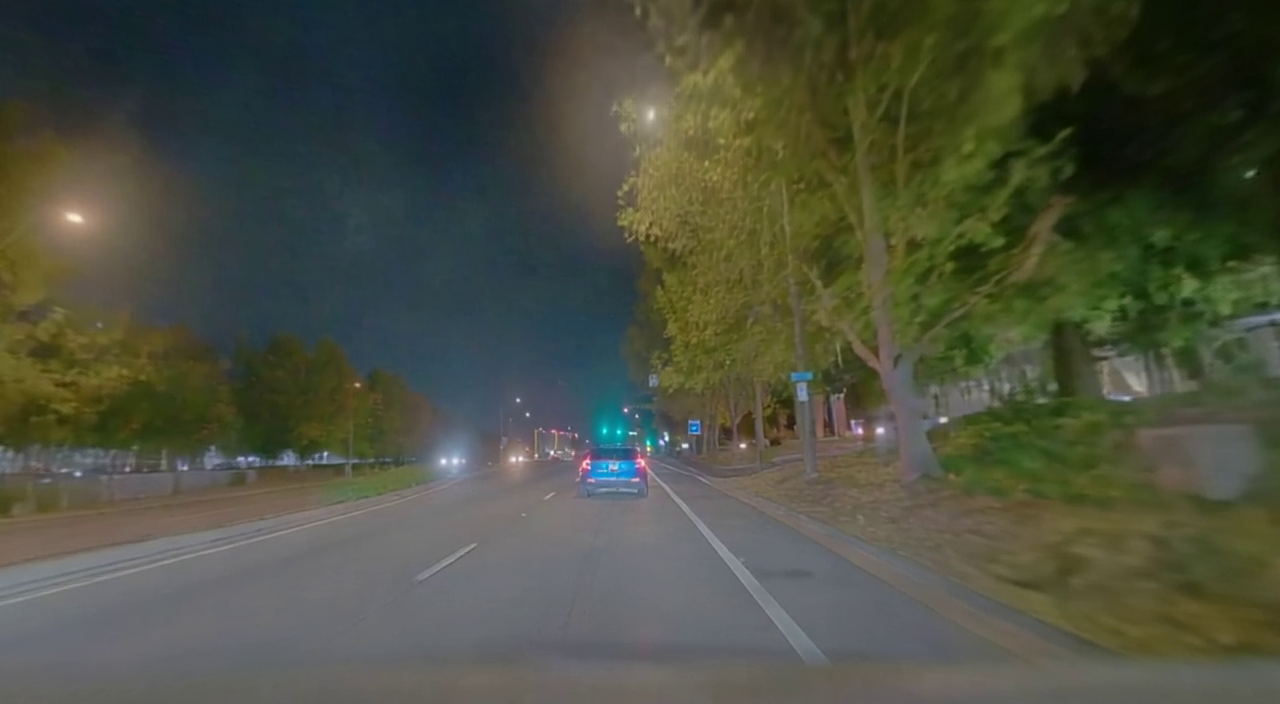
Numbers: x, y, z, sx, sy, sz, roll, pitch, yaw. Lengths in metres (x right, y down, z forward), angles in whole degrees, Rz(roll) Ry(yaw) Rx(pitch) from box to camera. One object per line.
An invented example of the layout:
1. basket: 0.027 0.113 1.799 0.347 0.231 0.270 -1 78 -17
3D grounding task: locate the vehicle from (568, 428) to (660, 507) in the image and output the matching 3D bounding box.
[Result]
1. vehicle: -0.655 3.012 16.850 2.131 1.761 4.242 -1 -9 -1
